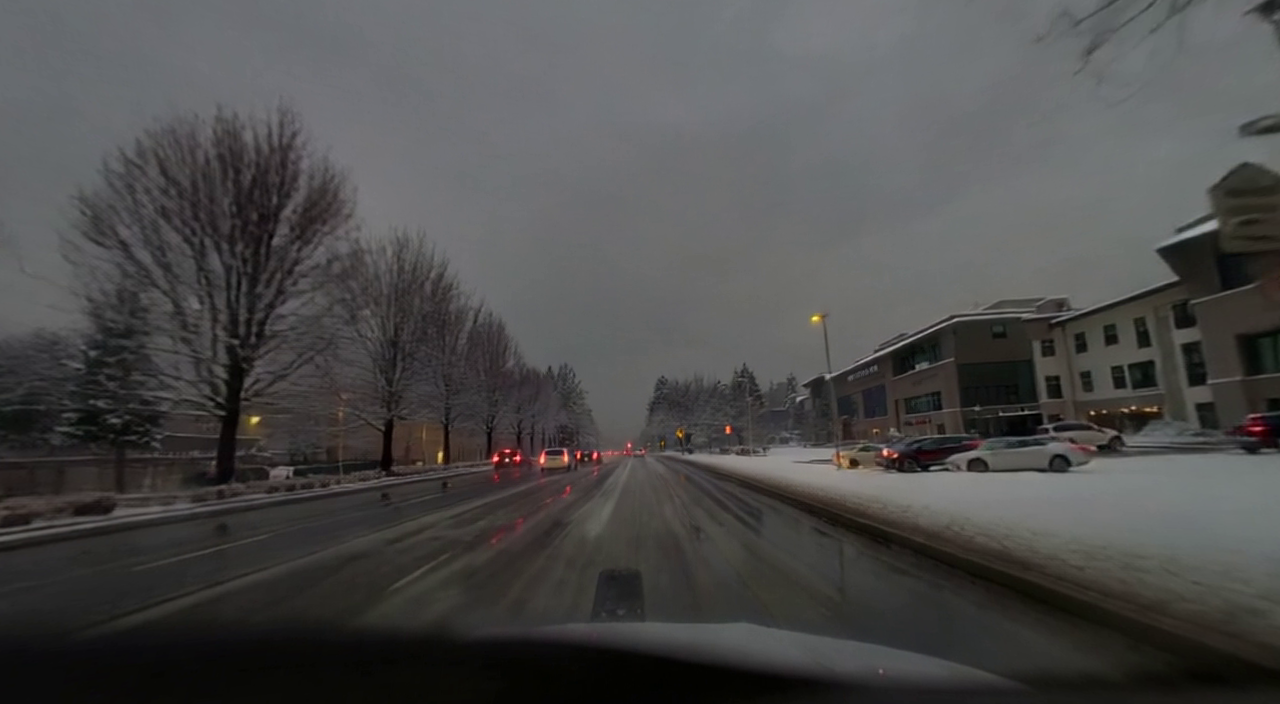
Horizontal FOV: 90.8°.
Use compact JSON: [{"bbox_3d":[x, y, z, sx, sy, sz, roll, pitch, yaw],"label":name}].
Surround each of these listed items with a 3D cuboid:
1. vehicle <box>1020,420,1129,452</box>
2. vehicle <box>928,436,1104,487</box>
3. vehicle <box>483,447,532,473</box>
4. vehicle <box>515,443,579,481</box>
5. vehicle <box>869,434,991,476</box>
[{"bbox_3d":[25.527,4.960,37.213,4.939,1.818,1.989,0,-9,-1],"label":"vehicle"},{"bbox_3d":[13.044,3.810,22.166,4.790,1.439,2.034,-3,-9,1],"label":"vehicle"},{"bbox_3d":[-8.183,6.702,39.467,1.976,1.497,4.709,0,-9,1],"label":"vehicle"},{"bbox_3d":[-3.949,4.765,27.640,2.011,1.483,4.596,0,-9,1],"label":"vehicle"},{"bbox_3d":[12.712,4.562,27.915,4.313,1.596,2.028,-2,-9,-2],"label":"vehicle"}]
